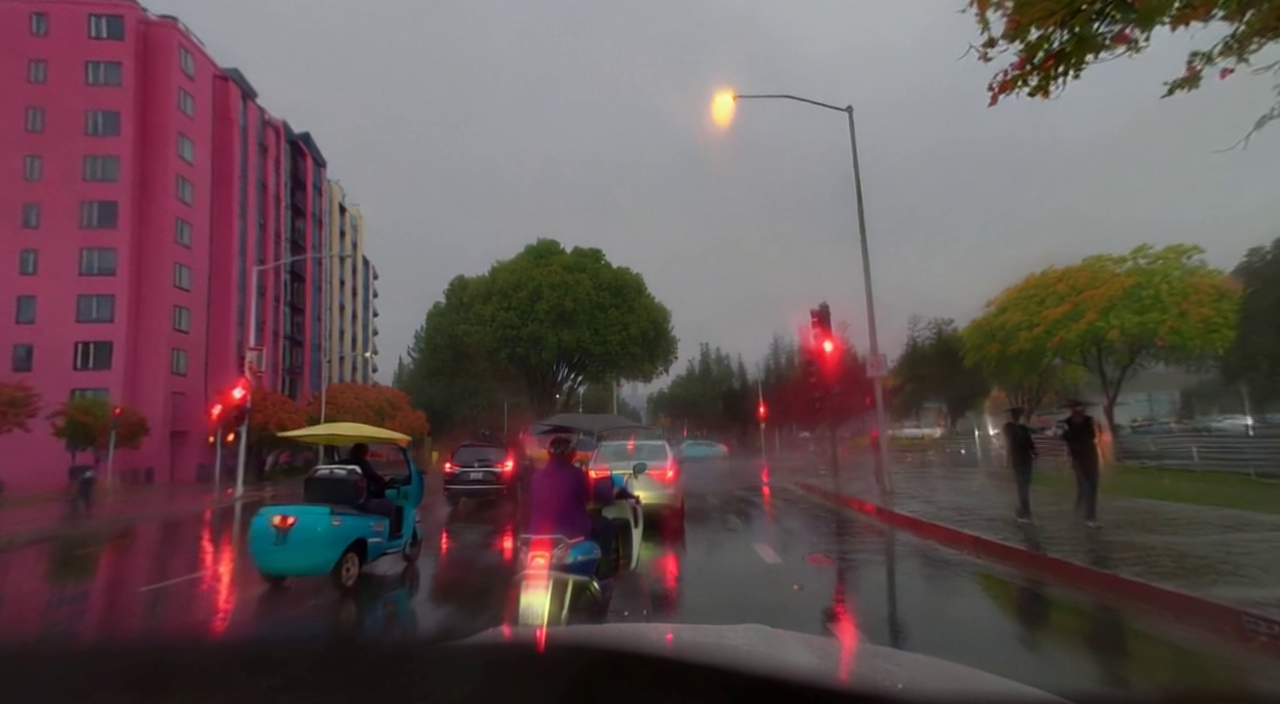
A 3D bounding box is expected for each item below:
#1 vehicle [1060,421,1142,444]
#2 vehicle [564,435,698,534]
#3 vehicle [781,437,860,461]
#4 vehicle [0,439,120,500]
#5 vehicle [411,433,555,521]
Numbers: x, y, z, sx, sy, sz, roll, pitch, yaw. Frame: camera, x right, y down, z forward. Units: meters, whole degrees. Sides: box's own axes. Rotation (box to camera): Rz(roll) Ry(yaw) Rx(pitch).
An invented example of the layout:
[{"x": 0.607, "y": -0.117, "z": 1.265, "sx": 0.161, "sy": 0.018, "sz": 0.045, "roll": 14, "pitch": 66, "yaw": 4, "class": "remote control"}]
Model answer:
[{"x": 30.789, "y": 5.396, "z": 42.153, "sx": 1.751, "sy": 1.420, "sz": 4.027, "roll": 8, "pitch": -12, "yaw": -43, "class": "vehicle"}, {"x": -0.100, "y": 2.321, "z": 11.618, "sx": 2.025, "sy": 1.458, "sz": 4.085, "roll": -1, "pitch": -9, "yaw": 1, "class": "vehicle"}, {"x": 11.386, "y": 6.169, "z": 40.126, "sx": 1.862, "sy": 1.456, "sz": 4.661, "roll": 6, "pitch": -11, "yaw": -34, "class": "vehicle"}, {"x": -28.937, "y": 5.705, "z": 30.339, "sx": 5.890, "sy": 2.393, "sz": 2.346, "roll": -5, "pitch": -7, "yaw": 1, "class": "vehicle"}, {"x": -3.198, "y": 2.645, "z": 13.822, "sx": 1.935, "sy": 1.615, "sz": 4.073, "roll": -1, "pitch": -9, "yaw": 3, "class": "vehicle"}]
